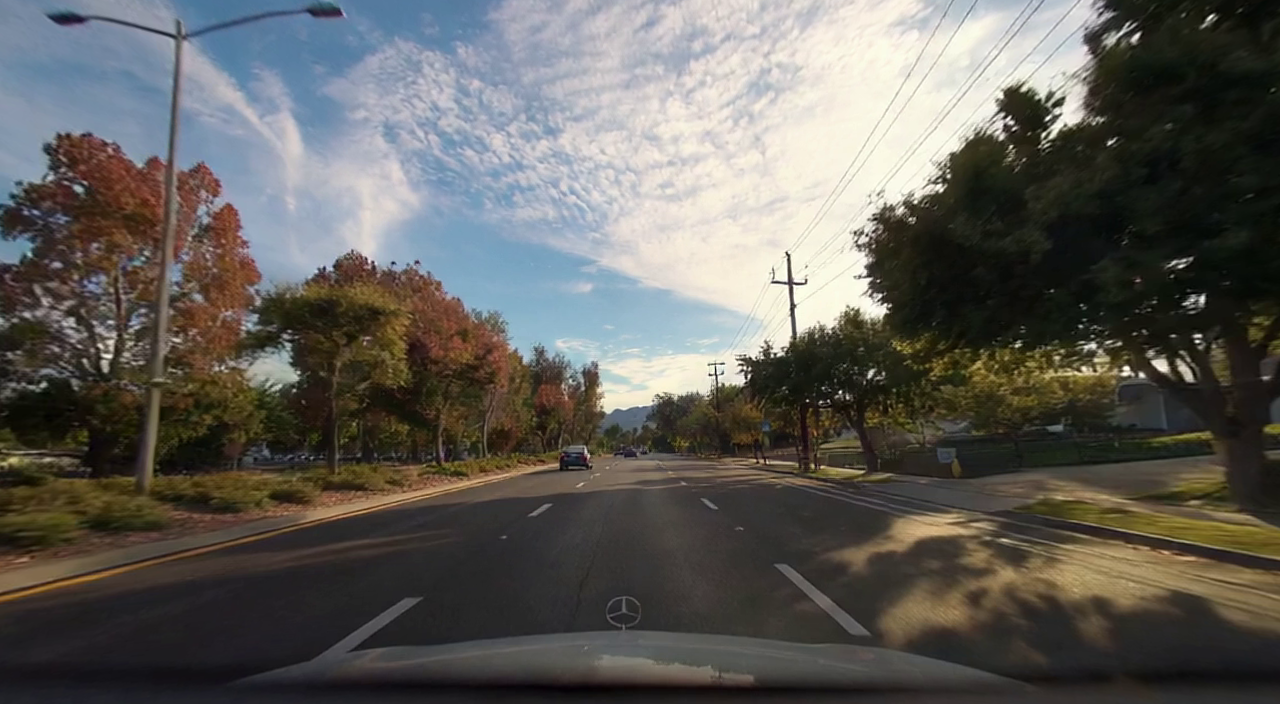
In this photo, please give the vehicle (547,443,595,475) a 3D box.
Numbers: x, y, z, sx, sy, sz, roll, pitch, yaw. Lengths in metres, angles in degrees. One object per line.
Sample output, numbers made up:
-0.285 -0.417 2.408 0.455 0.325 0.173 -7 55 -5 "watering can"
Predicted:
-3.511 5.544 32.849 2.007 1.514 4.049 0 -8 1 "vehicle"
